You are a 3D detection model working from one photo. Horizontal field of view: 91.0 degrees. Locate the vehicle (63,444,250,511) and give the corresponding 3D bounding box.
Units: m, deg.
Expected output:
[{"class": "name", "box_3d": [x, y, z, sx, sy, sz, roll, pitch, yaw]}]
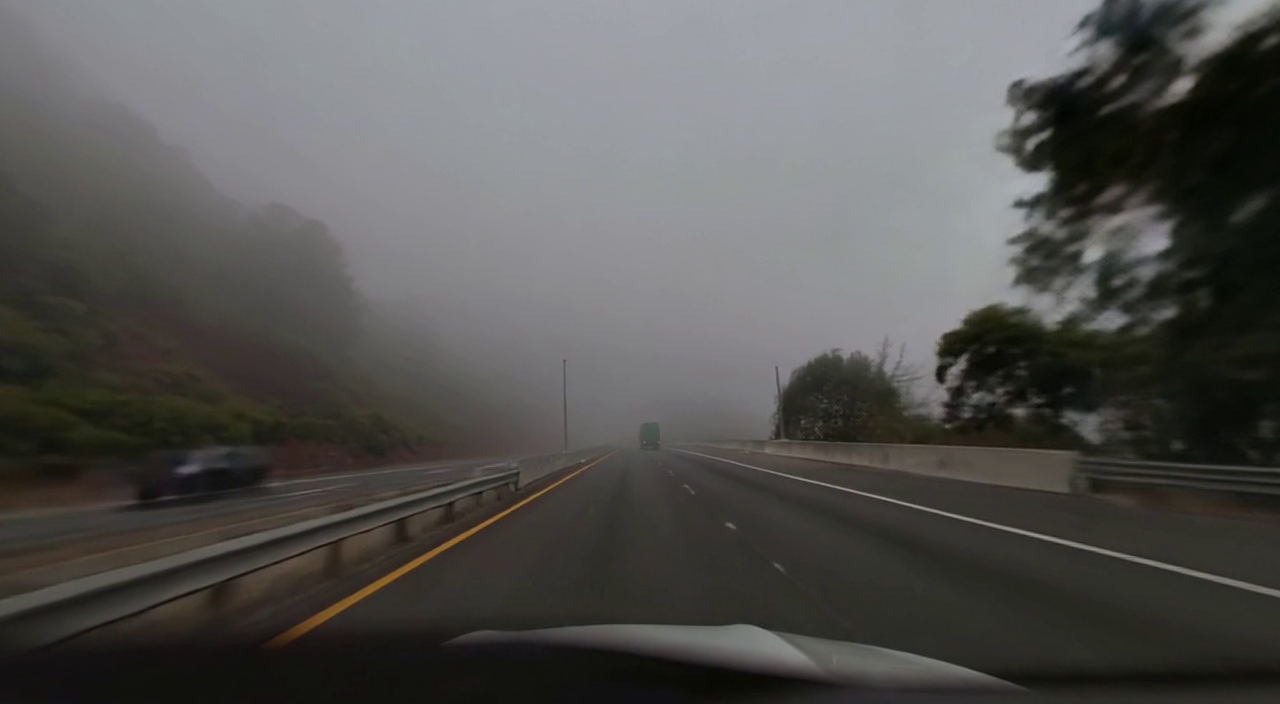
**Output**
[{"class": "vehicle", "box_3d": [-12.958, 3.331, 17.277, 1.880, 1.544, 4.154, 0, -8, -2]}]
